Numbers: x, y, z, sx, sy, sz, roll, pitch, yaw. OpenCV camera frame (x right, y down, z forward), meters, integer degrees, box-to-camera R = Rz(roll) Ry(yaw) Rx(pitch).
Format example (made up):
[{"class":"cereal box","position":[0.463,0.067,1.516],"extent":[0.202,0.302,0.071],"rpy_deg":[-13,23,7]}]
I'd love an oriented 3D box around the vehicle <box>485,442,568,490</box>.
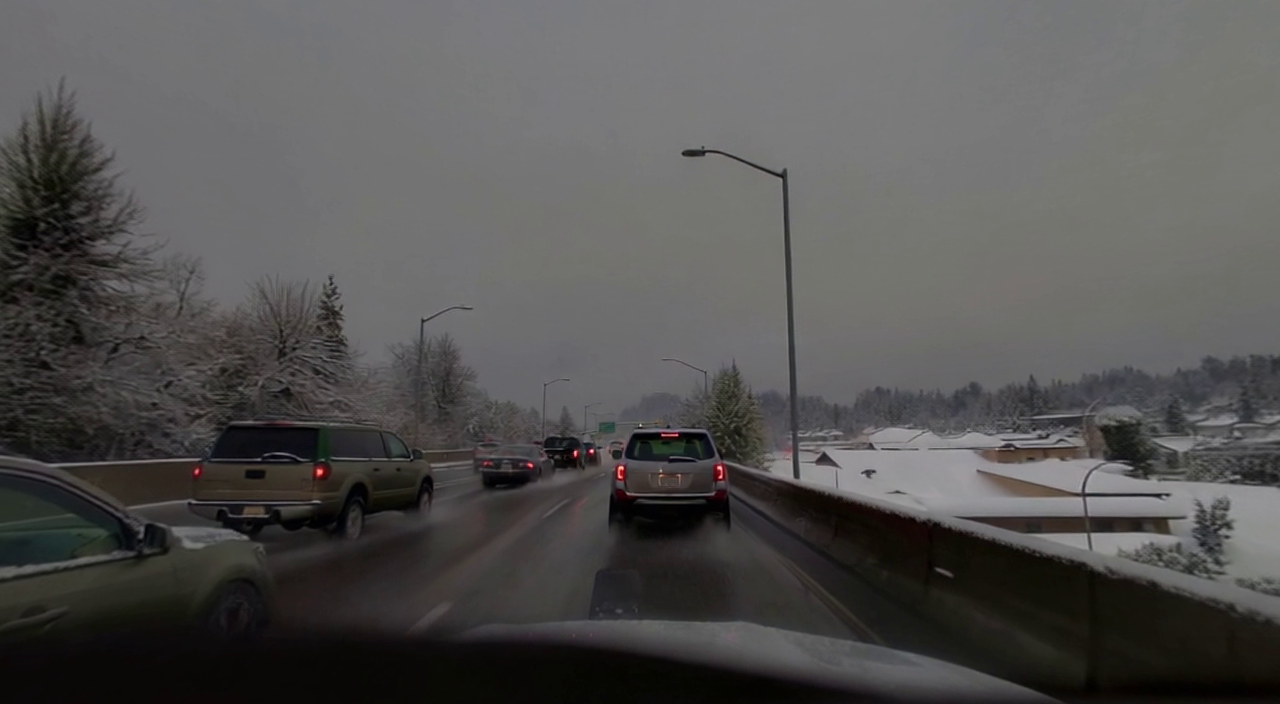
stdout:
[{"class":"vehicle","position":[-3.807,3.903,21.982],"extent":[1.868,1.470,4.105],"rpy_deg":[-1,-9,4]}]

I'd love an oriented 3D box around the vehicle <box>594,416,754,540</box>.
[{"class":"vehicle","position":[0.517,2.109,11.177],"extent":[2.235,1.716,4.435],"rpy_deg":[-1,-9,1]}]

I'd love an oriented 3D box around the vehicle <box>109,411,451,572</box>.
[{"class":"vehicle","position":[-4.521,1.819,8.979],"extent":[2.076,1.688,4.334],"rpy_deg":[-1,-9,4]}]
